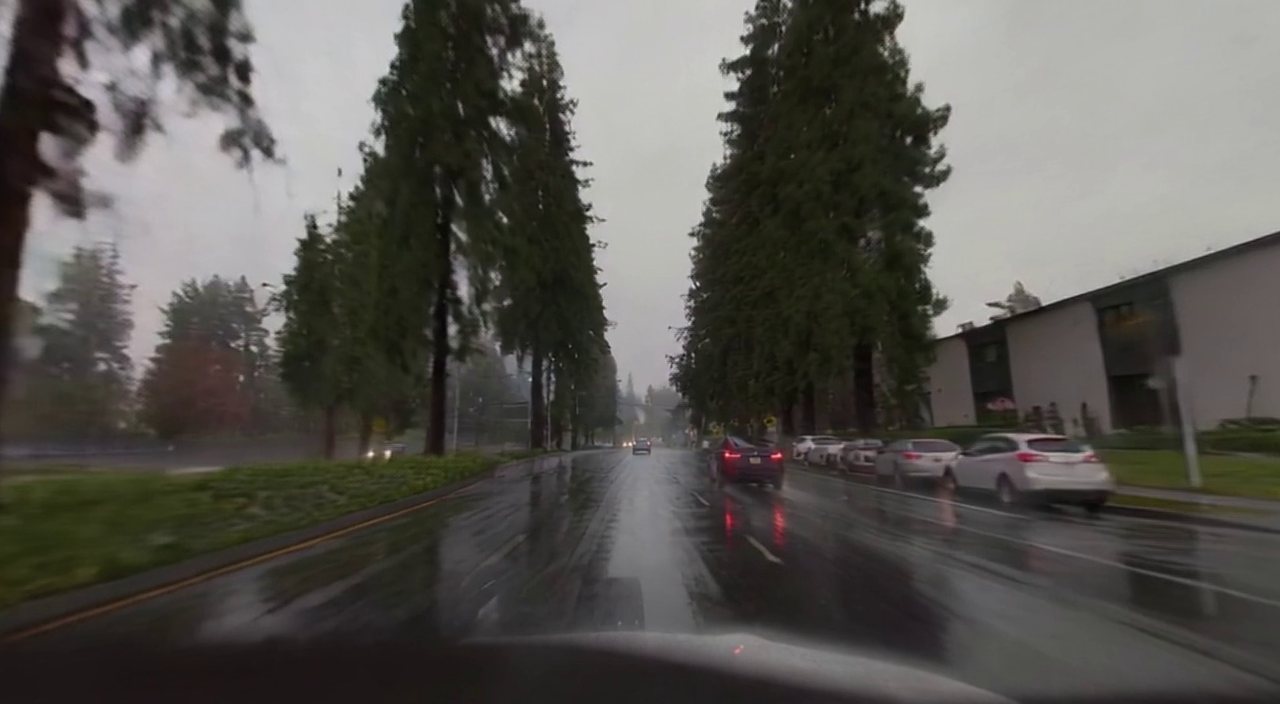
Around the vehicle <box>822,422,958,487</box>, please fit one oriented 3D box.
[{"bbox_3d":[7.668,3.219,19.988,2.174,1.788,4.954,0,-8,-1],"label":"vehicle"}]

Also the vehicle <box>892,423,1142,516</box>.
[{"bbox_3d":[7.484,2.381,13.334,2.068,1.558,5.058,0,-8,-1],"label":"vehicle"}]

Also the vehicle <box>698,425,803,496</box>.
[{"bbox_3d":[2.812,2.883,17.036,2.022,1.656,4.025,0,-8,-1],"label":"vehicle"}]

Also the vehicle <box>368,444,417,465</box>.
[{"bbox_3d":[-18.309,7.559,46.731,1.836,1.454,4.507,0,-8,0],"label":"vehicle"}]
